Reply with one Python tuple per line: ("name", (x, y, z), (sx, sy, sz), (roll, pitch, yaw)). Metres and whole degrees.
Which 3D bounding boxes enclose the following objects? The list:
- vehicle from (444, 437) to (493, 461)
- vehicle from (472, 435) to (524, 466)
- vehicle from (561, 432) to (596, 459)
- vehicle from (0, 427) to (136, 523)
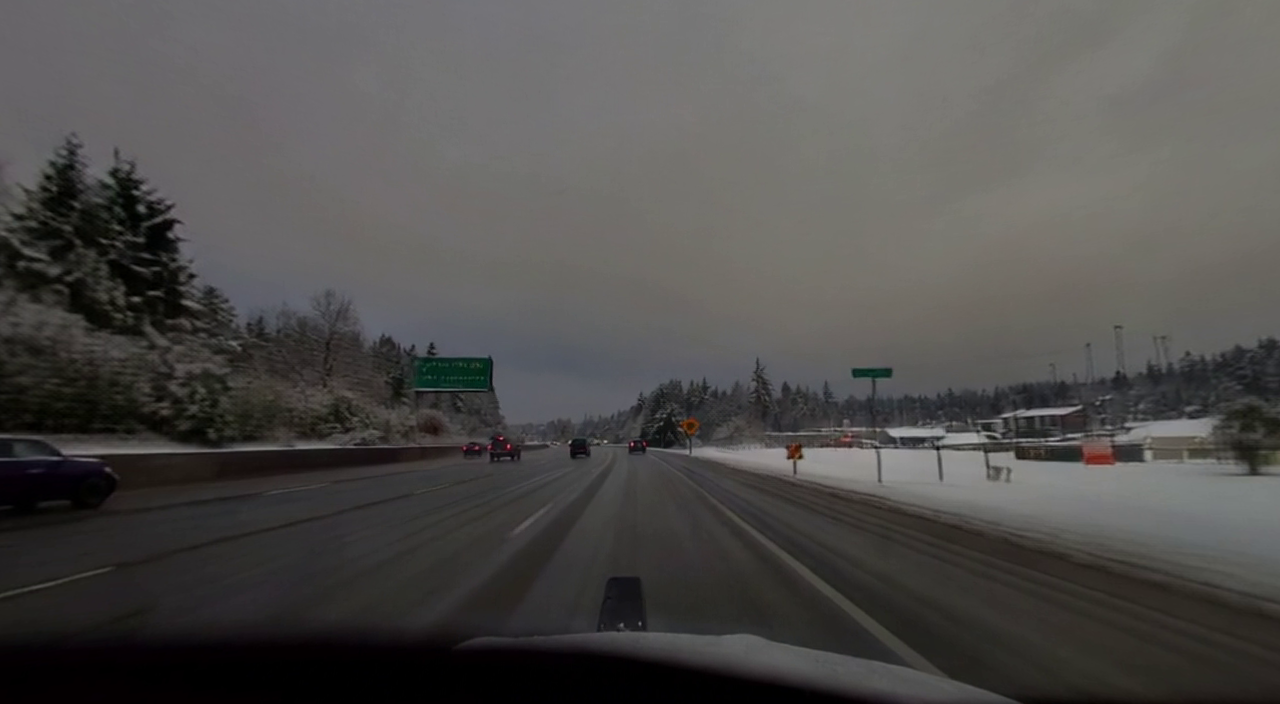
("vehicle", (-11.797, 6.725, 43.533), (2.100, 1.537, 5.092), (0, -8, -1))
("vehicle", (-8.072, 5.626, 36.163), (2.015, 1.651, 4.432), (0, -8, -1))
("vehicle", (-4.351, 6.756, 45.269), (2.138, 1.833, 4.622), (0, -8, -1))
("vehicle", (-11.120, 1.959, 10.036), (2.056, 1.489, 4.852), (0, -8, 0))
